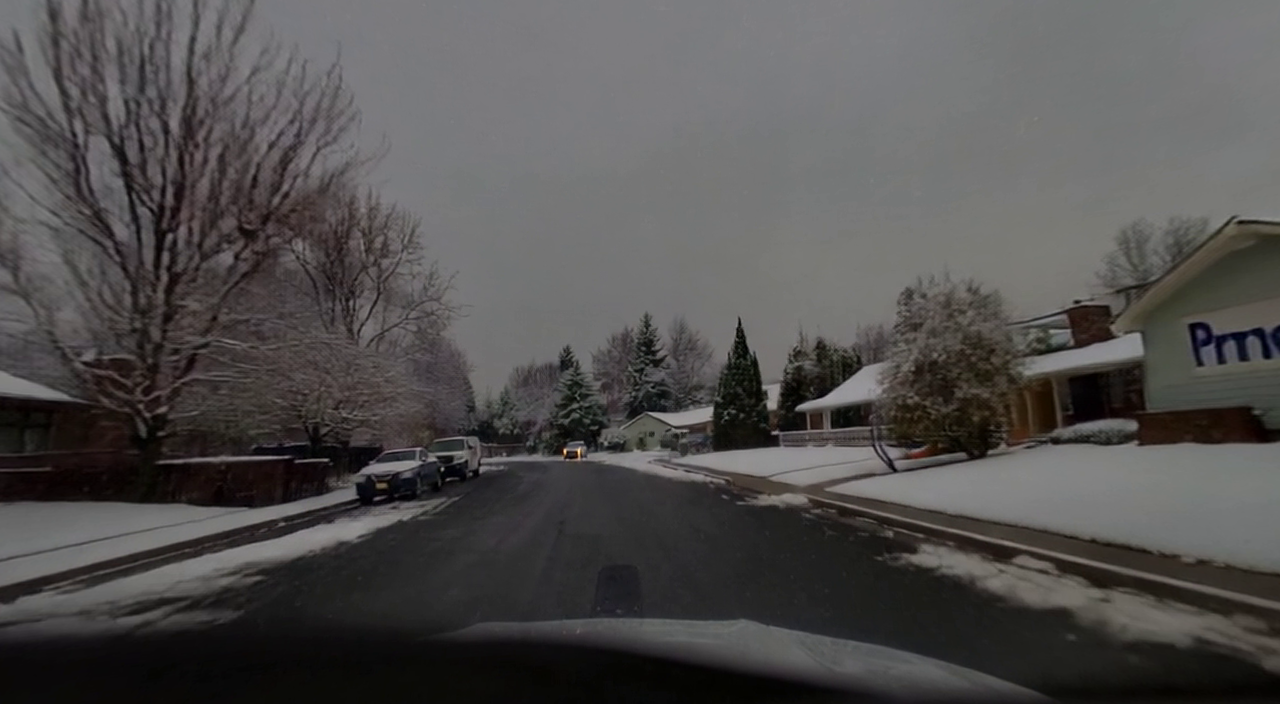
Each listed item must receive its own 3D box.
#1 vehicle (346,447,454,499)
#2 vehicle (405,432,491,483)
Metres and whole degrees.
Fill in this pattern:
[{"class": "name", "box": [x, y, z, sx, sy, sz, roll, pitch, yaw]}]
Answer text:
[{"class": "vehicle", "box": [-7.301, 3.683, 19.612, 2.017, 1.397, 4.004, 0, -8, -4]}, {"class": "vehicle", "box": [-8.068, 4.488, 27.117, 2.338, 1.925, 5.725, 0, -8, -5]}]
